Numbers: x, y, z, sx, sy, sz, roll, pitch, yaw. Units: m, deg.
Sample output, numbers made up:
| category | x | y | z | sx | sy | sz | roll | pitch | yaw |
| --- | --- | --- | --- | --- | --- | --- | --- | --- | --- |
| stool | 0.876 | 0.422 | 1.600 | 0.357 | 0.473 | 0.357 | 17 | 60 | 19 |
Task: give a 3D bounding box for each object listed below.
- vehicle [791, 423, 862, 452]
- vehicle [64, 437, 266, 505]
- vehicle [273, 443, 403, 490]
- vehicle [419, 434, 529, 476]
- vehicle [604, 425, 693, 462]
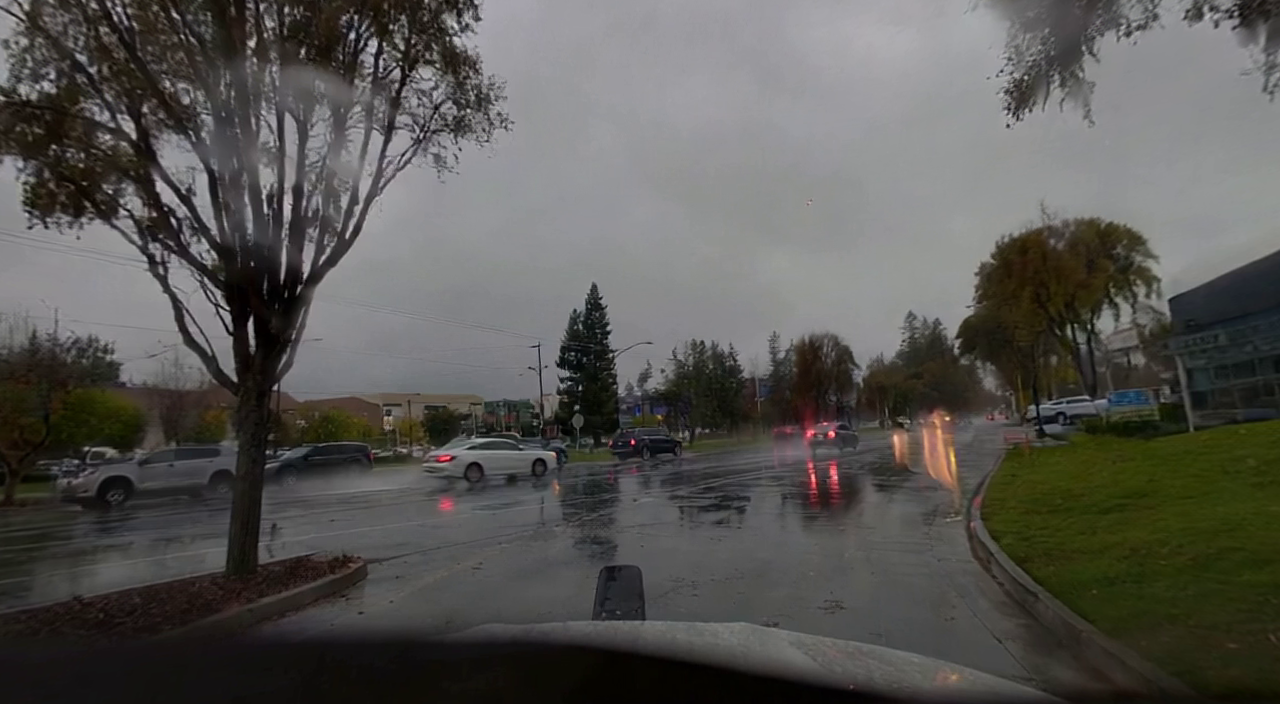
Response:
| category | x | y | z | sx | sy | sz | roll | pitch | yaw |
| --- | --- | --- | --- | --- | --- | --- | --- | --- | --- |
| vehicle | 11.514 | 5.243 | 38.747 | 1.949 | 1.640 | 5.372 | -7 | -10 | 42 |
| vehicle | -15.756 | 3.906 | 21.270 | 2.294 | 2.000 | 4.788 | -7 | -10 | 33 |
| vehicle | -12.307 | 4.618 | 26.000 | 1.904 | 1.719 | 4.326 | -6 | -10 | 37 |
| vehicle | -8.213 | 5.098 | 31.732 | 2.134 | 1.924 | 4.911 | -7 | -10 | 41 |
| vehicle | 0.598 | 5.047 | 35.029 | 2.195 | 1.909 | 5.353 | -5 | -10 | 37 |
